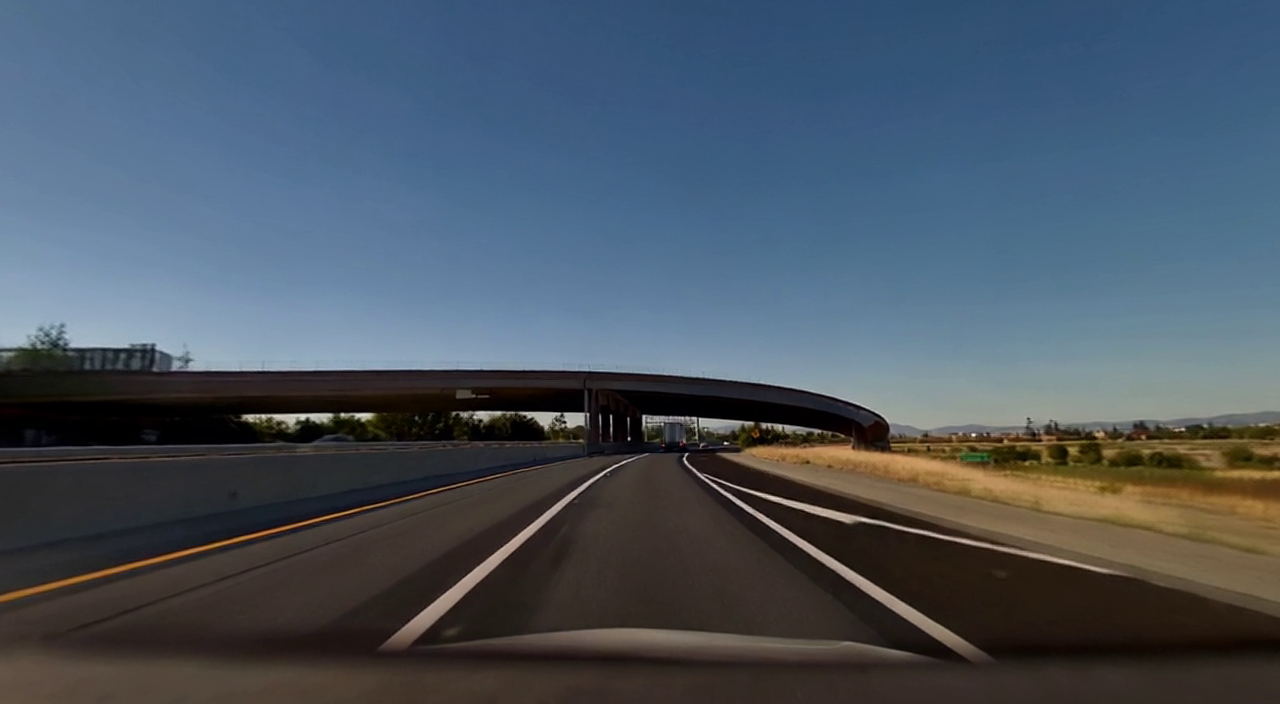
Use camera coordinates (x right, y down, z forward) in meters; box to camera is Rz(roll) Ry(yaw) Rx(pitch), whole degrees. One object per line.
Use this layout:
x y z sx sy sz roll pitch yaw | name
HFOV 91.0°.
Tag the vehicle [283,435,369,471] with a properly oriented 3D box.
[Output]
-15.891 5.111 32.151 2.000 1.721 4.376 -1 -8 3 | vehicle
